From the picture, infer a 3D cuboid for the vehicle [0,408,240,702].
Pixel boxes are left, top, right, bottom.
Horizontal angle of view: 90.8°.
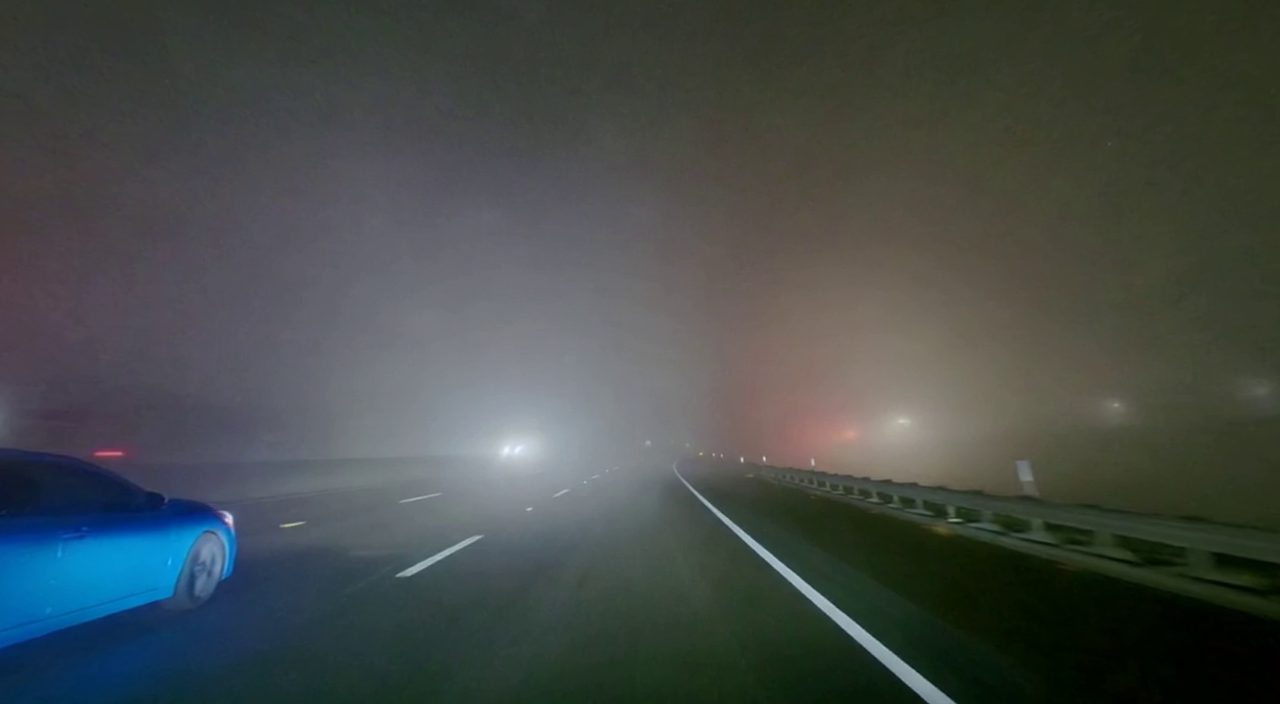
[{"bbox_3d":[-4.280,1.052,3.252,1.928,1.504,3.745,0,-9,0],"label":"vehicle"}]
